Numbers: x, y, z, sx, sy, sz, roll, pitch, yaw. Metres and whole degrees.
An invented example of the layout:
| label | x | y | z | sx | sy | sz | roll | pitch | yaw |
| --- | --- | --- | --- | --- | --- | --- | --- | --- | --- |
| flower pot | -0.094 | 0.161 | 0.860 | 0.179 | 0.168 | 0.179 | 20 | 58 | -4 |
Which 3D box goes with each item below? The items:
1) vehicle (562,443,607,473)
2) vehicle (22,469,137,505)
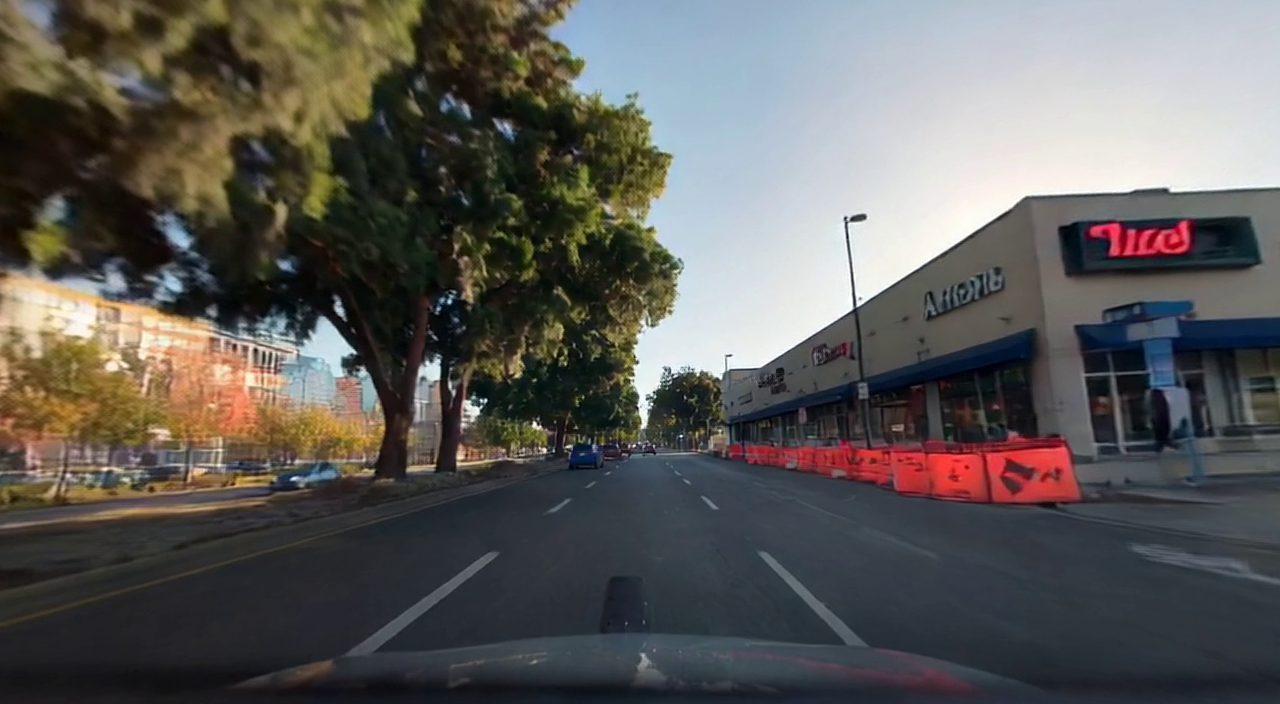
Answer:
| label | x | y | z | sx | sy | sz | roll | pitch | yaw |
| --- | --- | --- | --- | --- | --- | --- | --- | --- | --- |
| vehicle | -2.863 | 5.545 | 33.211 | 1.926 | 1.442 | 4.231 | 0 | -8 | 1 |
| vehicle | -30.097 | 7.229 | 33.991 | 4.492 | 1.450 | 1.833 | 3 | -11 | -42 |
